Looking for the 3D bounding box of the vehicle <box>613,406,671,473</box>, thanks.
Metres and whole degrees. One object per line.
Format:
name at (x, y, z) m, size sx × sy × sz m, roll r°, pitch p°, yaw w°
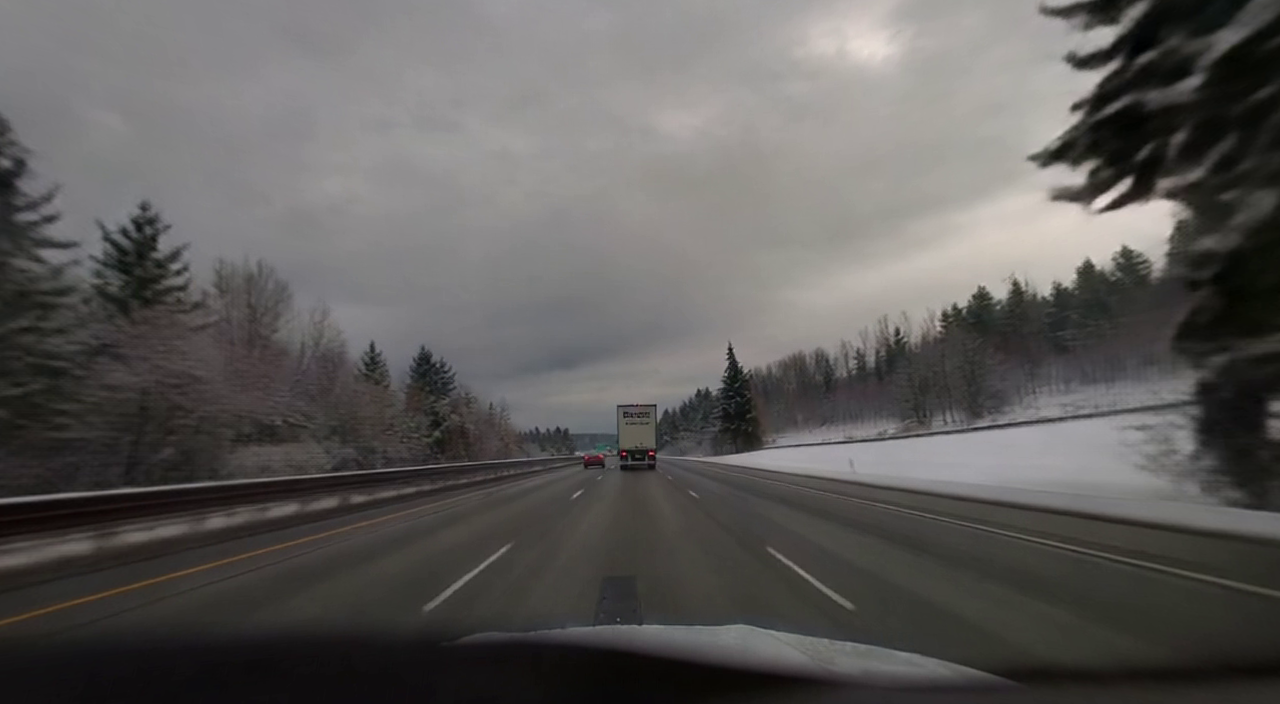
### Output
vehicle at (0.107, 6.708, 47.032) m, size 3.537 × 4.071 × 17.399 m, roll 0°, pitch -9°, yaw 0°
